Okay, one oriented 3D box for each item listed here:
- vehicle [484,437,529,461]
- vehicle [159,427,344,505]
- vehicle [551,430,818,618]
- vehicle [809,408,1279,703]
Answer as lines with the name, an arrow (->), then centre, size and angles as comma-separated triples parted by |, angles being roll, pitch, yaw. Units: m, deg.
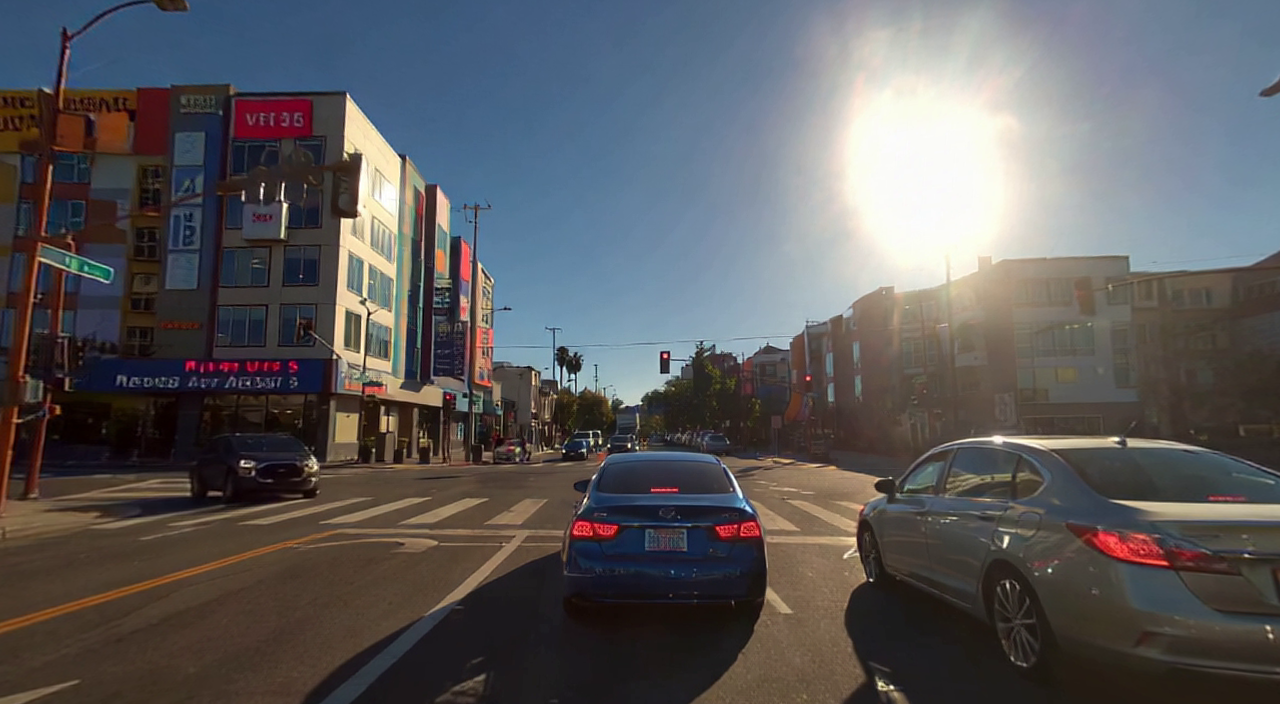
vehicle -> -9.284, 6.770, 44.062 | 2.030, 1.596, 3.912 | -1, -8, 4
vehicle -> -11.263, 3.167, 18.067 | 5.998, 1.889, 2.338 | -6, -10, 37
vehicle -> 0.252, 1.670, 7.129 | 2.132, 1.464, 4.089 | 0, -8, -3
vehicle -> 2.816, 1.282, 4.554 | 1.961, 1.498, 4.356 | 0, -8, 0
